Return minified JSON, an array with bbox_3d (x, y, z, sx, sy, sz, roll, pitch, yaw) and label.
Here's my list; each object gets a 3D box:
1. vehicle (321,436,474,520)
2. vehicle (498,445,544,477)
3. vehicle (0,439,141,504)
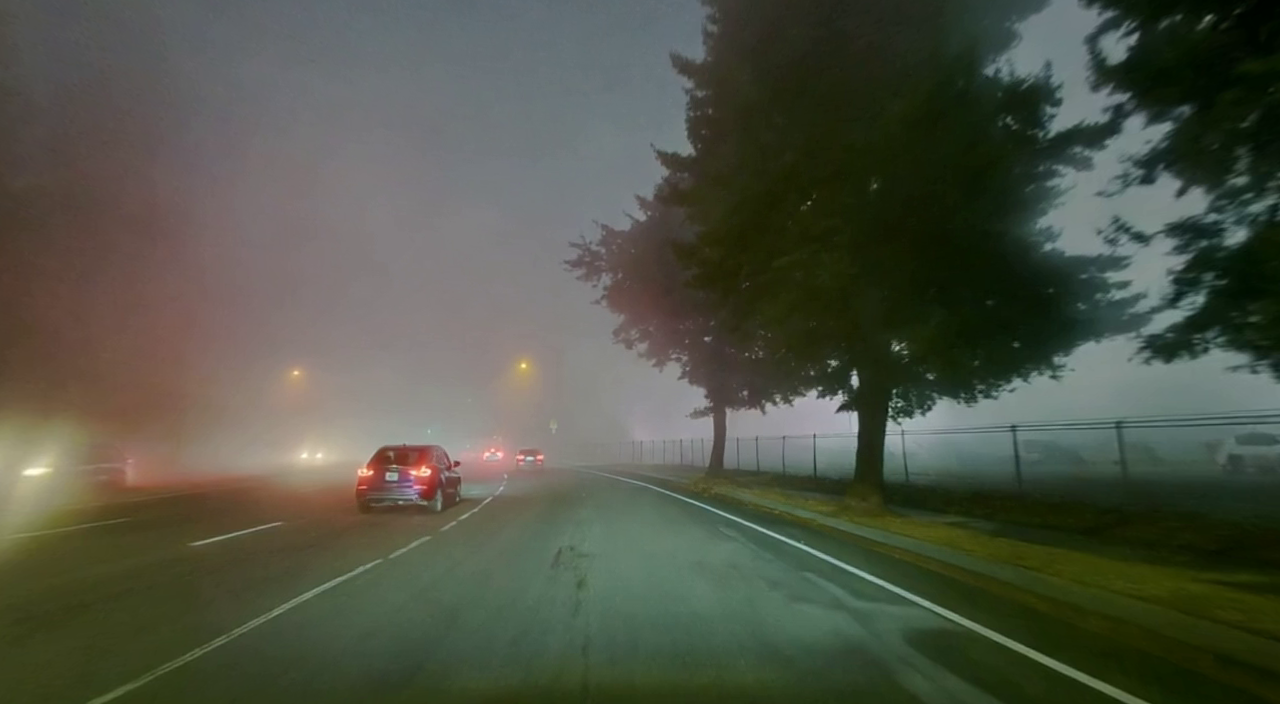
[{"bbox_3d":[-5.491,2.877,15.059,2.105,1.676,4.541,0,-8,-4],"label":"vehicle"},{"bbox_3d":[-6.075,5.558,32.542,2.147,1.474,4.083,1,-9,-9],"label":"vehicle"},{"bbox_3d":[-18.457,3.605,19.619,2.211,1.742,5.282,1,-9,-9],"label":"vehicle"}]
